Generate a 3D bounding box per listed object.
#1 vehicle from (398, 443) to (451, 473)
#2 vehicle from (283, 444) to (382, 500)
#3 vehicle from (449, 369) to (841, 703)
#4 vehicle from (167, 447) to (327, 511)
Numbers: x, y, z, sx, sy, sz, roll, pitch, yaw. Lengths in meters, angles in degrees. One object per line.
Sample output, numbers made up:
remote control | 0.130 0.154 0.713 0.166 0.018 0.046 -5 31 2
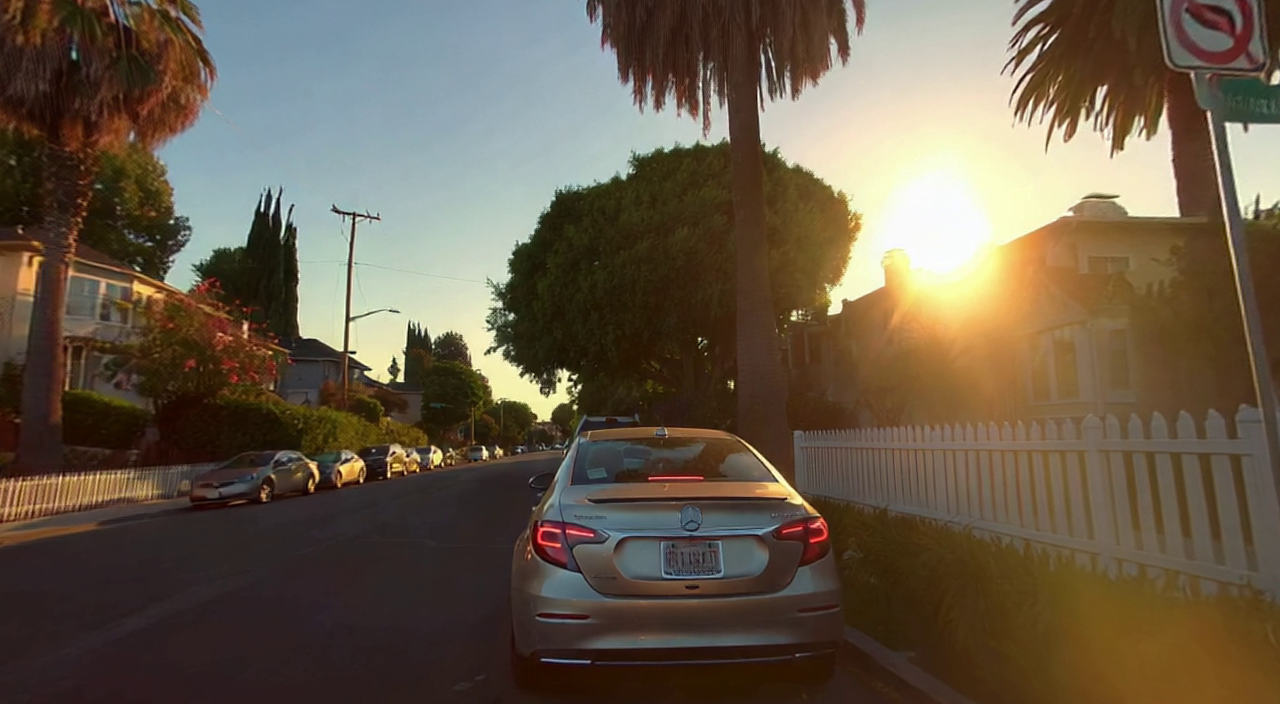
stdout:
vehicle | -13.161 6.465 38.709 2.060 1.689 4.999 1 -8 -7
vehicle | -12.152 4.713 25.246 2.048 1.485 4.757 -4 -4 -7
vehicle | -0.136 1.213 4.998 1.894 1.695 3.795 1 -8 -6
vehicle | -11.391 3.653 18.790 2.017 1.627 5.039 1 -8 -7
